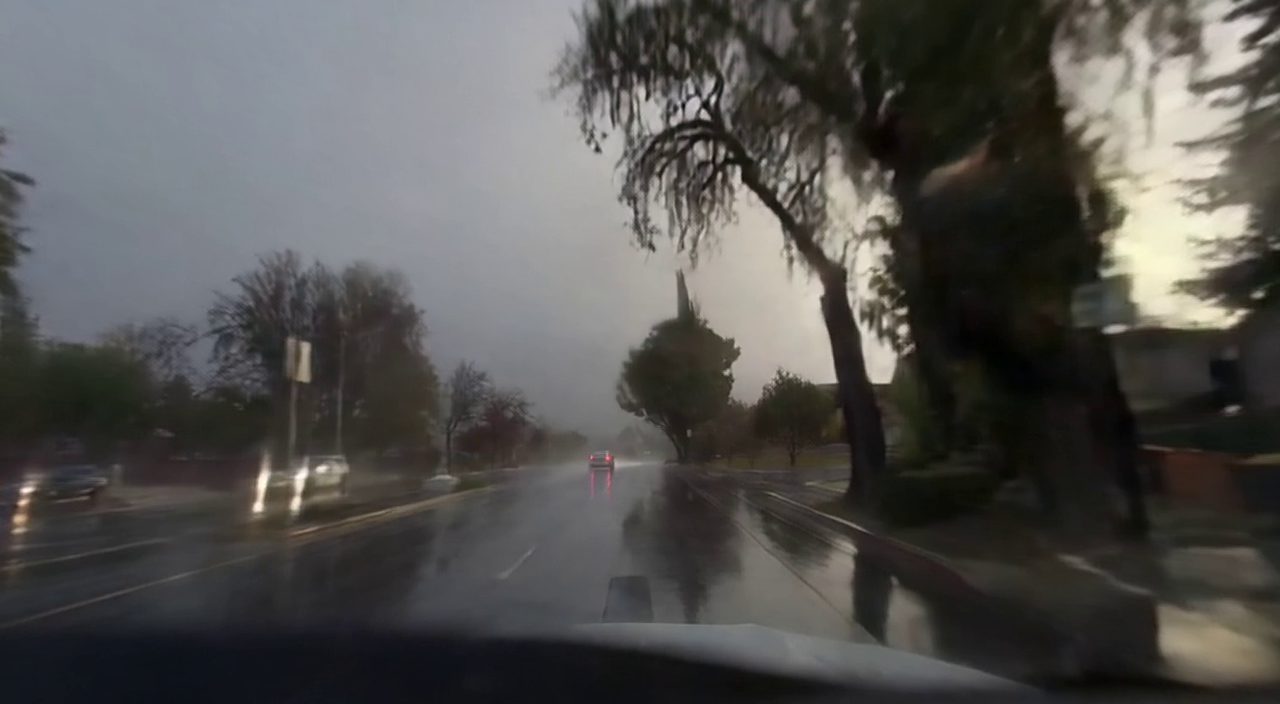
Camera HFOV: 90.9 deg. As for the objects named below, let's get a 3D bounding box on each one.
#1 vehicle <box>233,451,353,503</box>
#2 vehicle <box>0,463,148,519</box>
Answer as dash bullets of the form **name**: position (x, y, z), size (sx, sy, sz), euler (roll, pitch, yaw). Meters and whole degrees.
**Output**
- **vehicle**: position (-13.319, 4.780, 24.594), size (2.005, 1.739, 4.563), euler (0, -8, 1)
- **vehicle**: position (-19.527, 4.606, 21.097), size (4.553, 1.681, 1.931), euler (-1, -8, 4)
